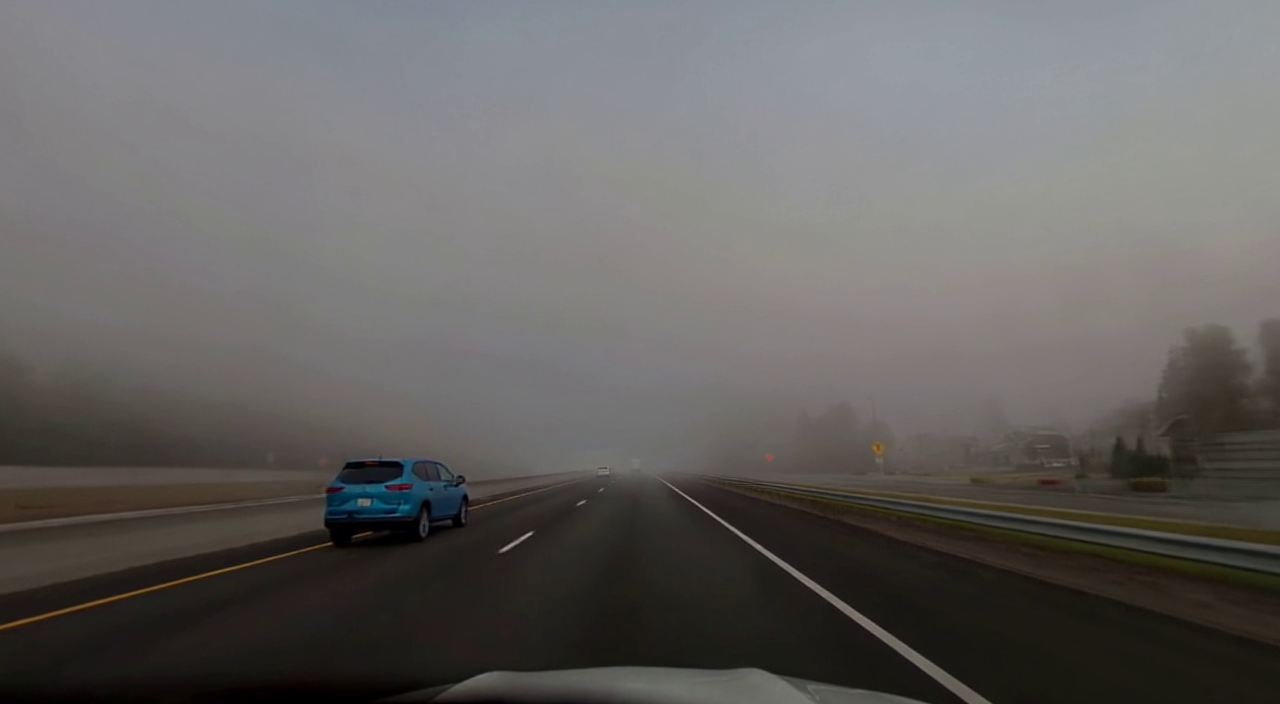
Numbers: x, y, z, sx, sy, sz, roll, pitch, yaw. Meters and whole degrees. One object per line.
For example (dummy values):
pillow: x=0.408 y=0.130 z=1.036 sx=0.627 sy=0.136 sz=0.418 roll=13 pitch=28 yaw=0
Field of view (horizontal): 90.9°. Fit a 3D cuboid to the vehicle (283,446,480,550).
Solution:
vehicle: x=-4.448 y=2.589 z=11.636 sx=1.914 sy=1.534 sz=4.015 roll=1 pitch=-10 yaw=0
